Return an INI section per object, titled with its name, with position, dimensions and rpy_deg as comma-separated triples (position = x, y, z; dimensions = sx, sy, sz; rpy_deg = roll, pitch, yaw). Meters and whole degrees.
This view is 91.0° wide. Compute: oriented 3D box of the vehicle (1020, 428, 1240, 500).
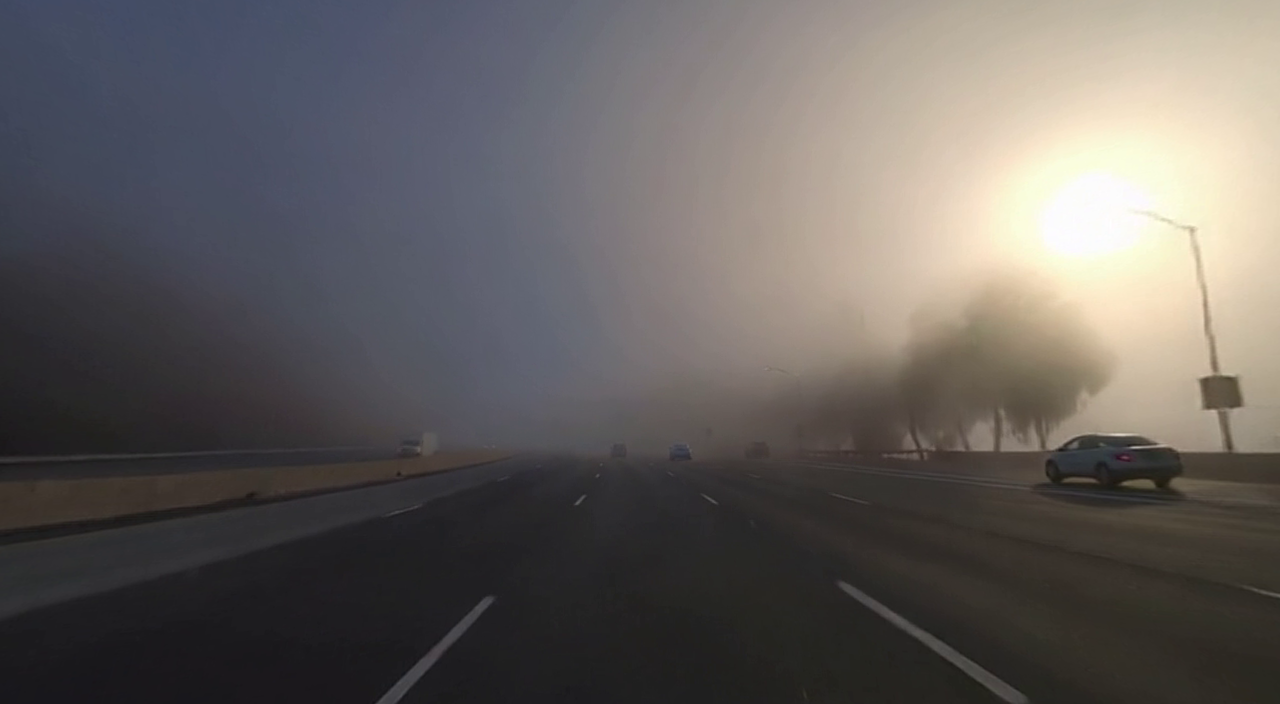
[vehicle]
position = 14.048, 3.250, 18.673
dimensions = 2.107, 1.803, 5.385
rpy_deg = 0, -9, -1
